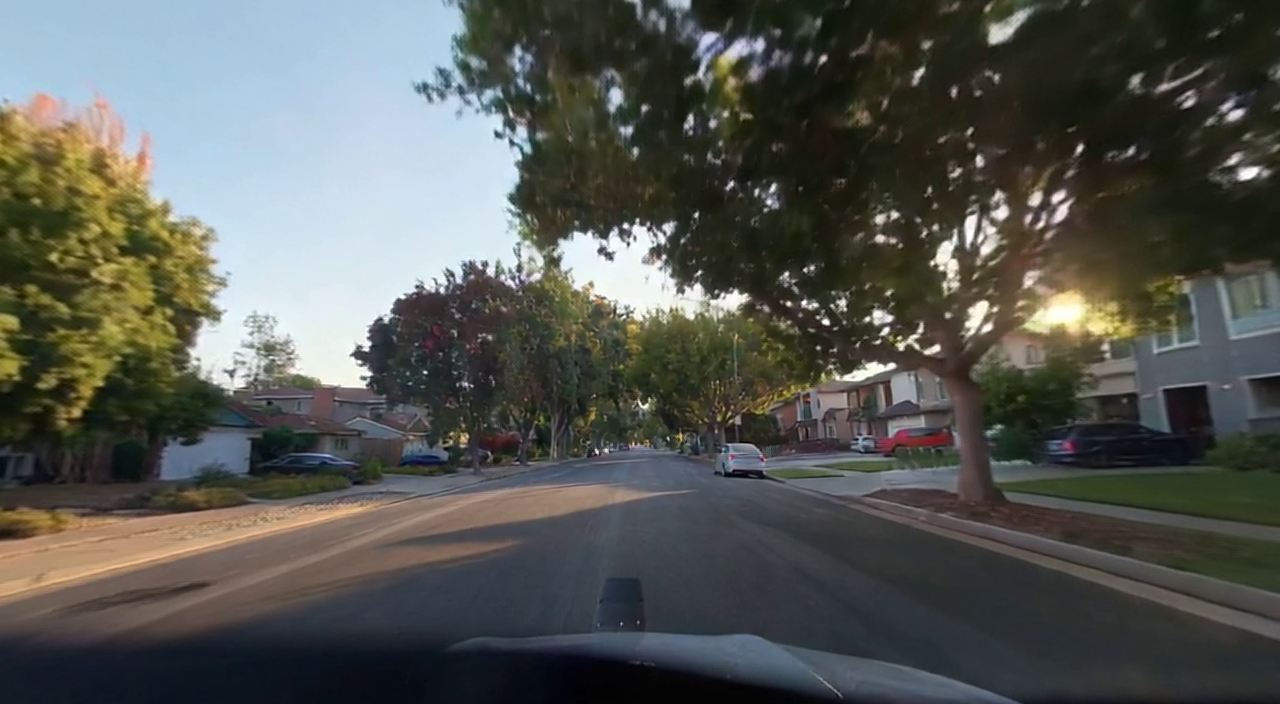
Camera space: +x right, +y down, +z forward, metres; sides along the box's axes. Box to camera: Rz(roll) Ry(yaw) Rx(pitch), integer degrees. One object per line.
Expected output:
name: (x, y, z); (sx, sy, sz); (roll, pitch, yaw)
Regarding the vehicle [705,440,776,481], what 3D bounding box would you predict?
vehicle: (3.867, 4.240, 25.004); (2.013, 1.473, 4.329); (0, -8, -1)
